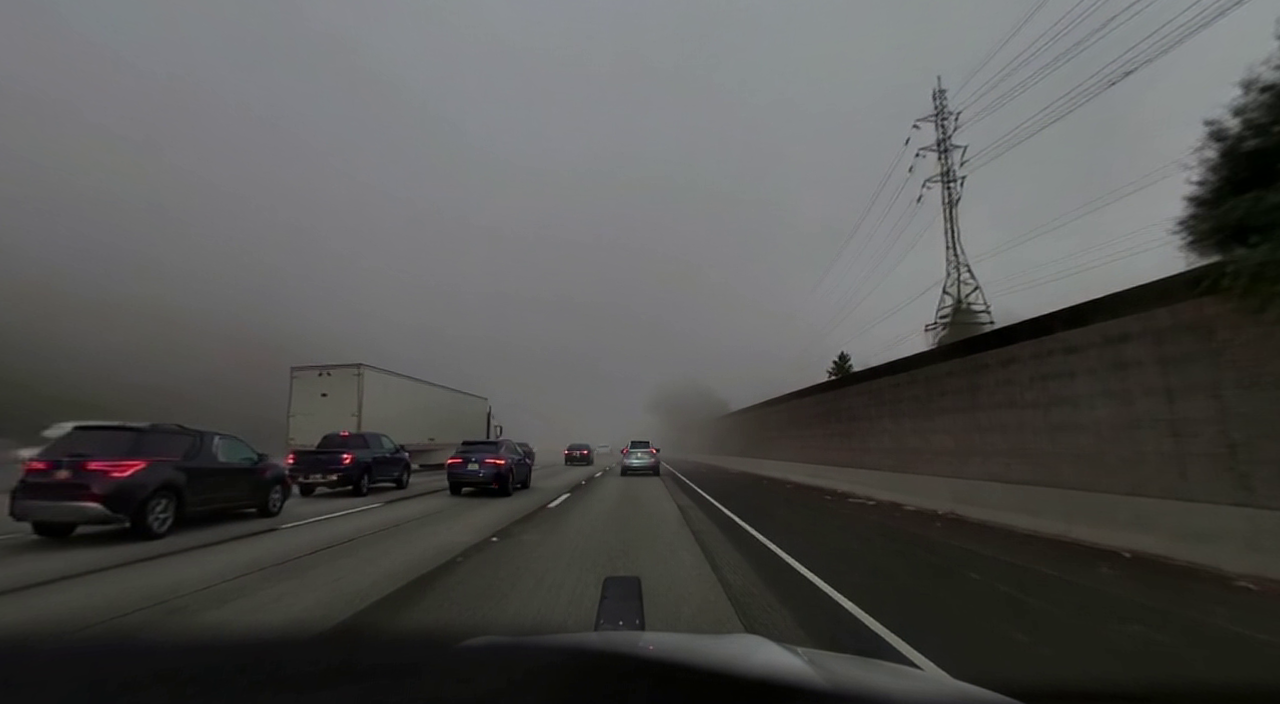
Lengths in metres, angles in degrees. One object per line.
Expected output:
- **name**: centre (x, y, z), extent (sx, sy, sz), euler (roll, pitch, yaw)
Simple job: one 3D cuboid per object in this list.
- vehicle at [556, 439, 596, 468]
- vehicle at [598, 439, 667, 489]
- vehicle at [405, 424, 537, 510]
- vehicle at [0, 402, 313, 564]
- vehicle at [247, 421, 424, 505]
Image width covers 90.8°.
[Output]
- **vehicle**: centre (-3.956, 6.373, 39.773), extent (1.976, 1.705, 4.176), euler (0, -9, 1)
- **vehicle**: centre (-0.251, 3.698, 21.128), extent (2.089, 1.477, 3.818), euler (0, -9, -1)
- **vehicle**: centre (-3.783, 2.659, 14.987), extent (1.923, 1.716, 4.289), euler (0, -9, 0)
- **vehicle**: centre (-6.951, 1.771, 9.188), extent (2.027, 1.762, 4.386), euler (0, -9, 0)
- **vehicle**: centre (-7.571, 2.823, 16.483), extent (2.054, 1.825, 5.072), euler (0, -9, 0)
